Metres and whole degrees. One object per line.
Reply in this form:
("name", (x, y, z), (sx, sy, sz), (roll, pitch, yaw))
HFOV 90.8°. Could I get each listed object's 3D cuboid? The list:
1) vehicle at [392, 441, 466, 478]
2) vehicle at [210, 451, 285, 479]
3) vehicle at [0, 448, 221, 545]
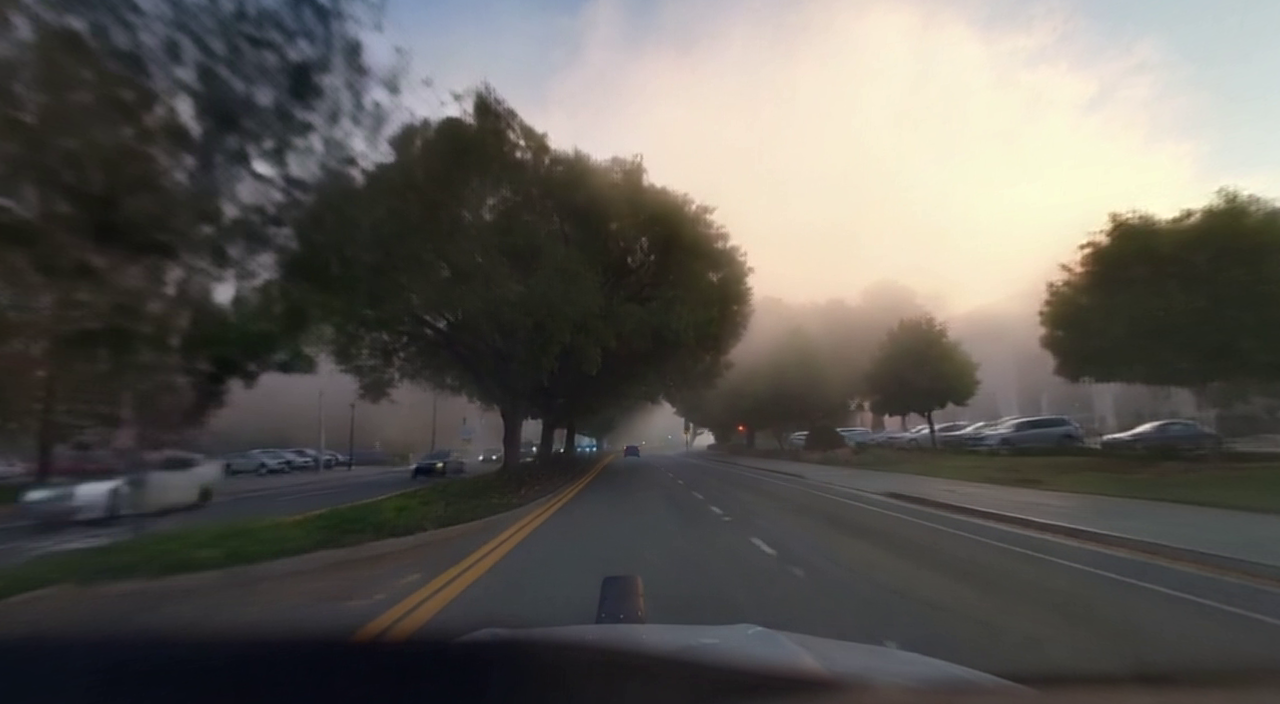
("vehicle", (-10.425, 5.329, 31.628), (2.025, 1.704, 4.523), (0, -9, 1))
("vehicle", (-27.093, 7.781, 43.764), (1.849, 1.724, 4.516), (-3, -9, 9))
("vehicle", (-10.816, 2.636, 12.317), (2.020, 1.490, 4.657), (0, -8, 1))
